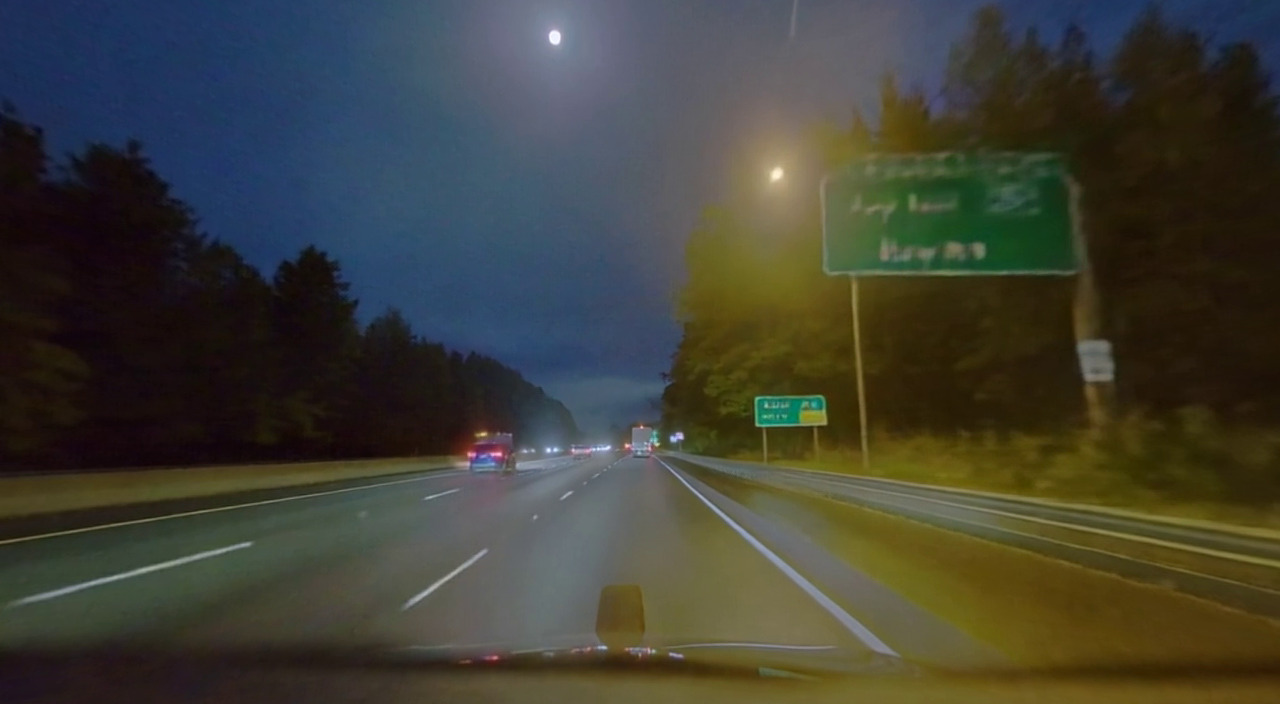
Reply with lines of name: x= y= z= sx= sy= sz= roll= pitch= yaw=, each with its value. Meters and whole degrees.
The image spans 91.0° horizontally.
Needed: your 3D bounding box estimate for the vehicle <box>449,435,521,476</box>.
vehicle: x=-7.367 y=4.969 z=30.464 sx=2.253 sy=1.815 sz=4.618 roll=0 pitch=-9 yaw=1
